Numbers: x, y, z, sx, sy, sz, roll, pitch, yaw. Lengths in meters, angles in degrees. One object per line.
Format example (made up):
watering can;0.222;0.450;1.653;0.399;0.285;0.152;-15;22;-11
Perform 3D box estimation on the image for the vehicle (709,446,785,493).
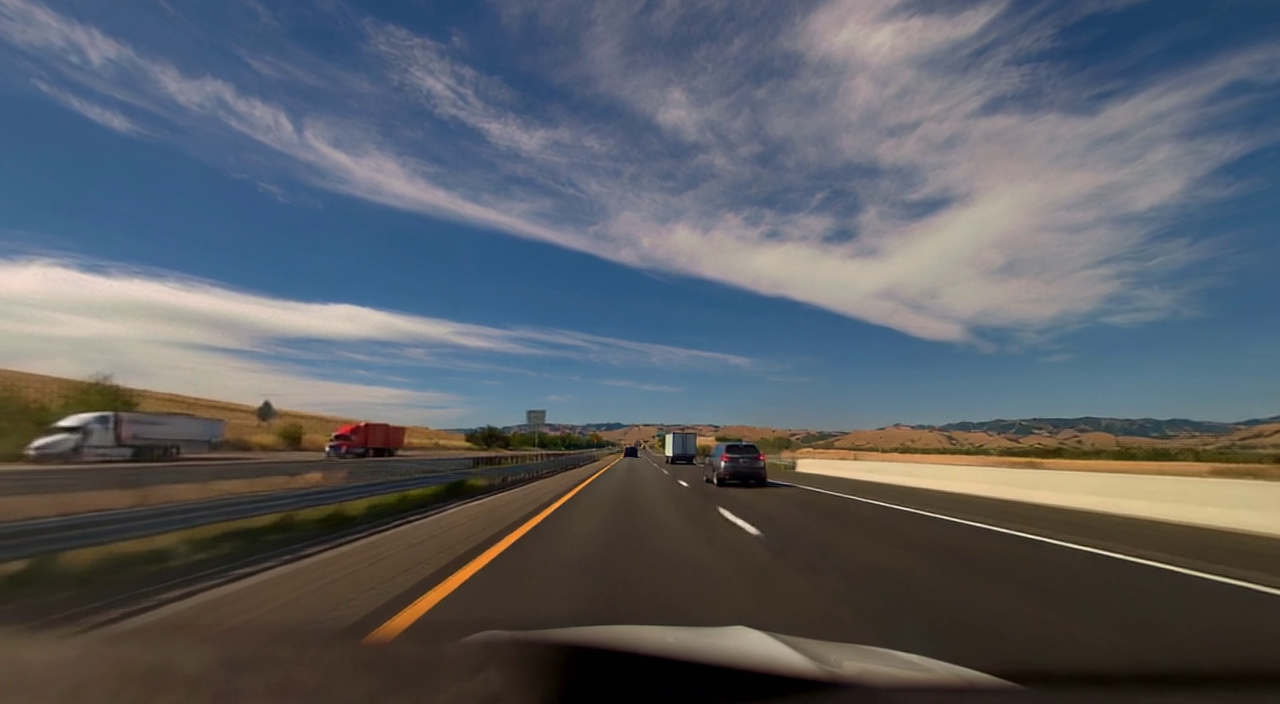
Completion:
vehicle;3.593;4.019;21.790;1.836;1.459;3.766;0;-9;-2
